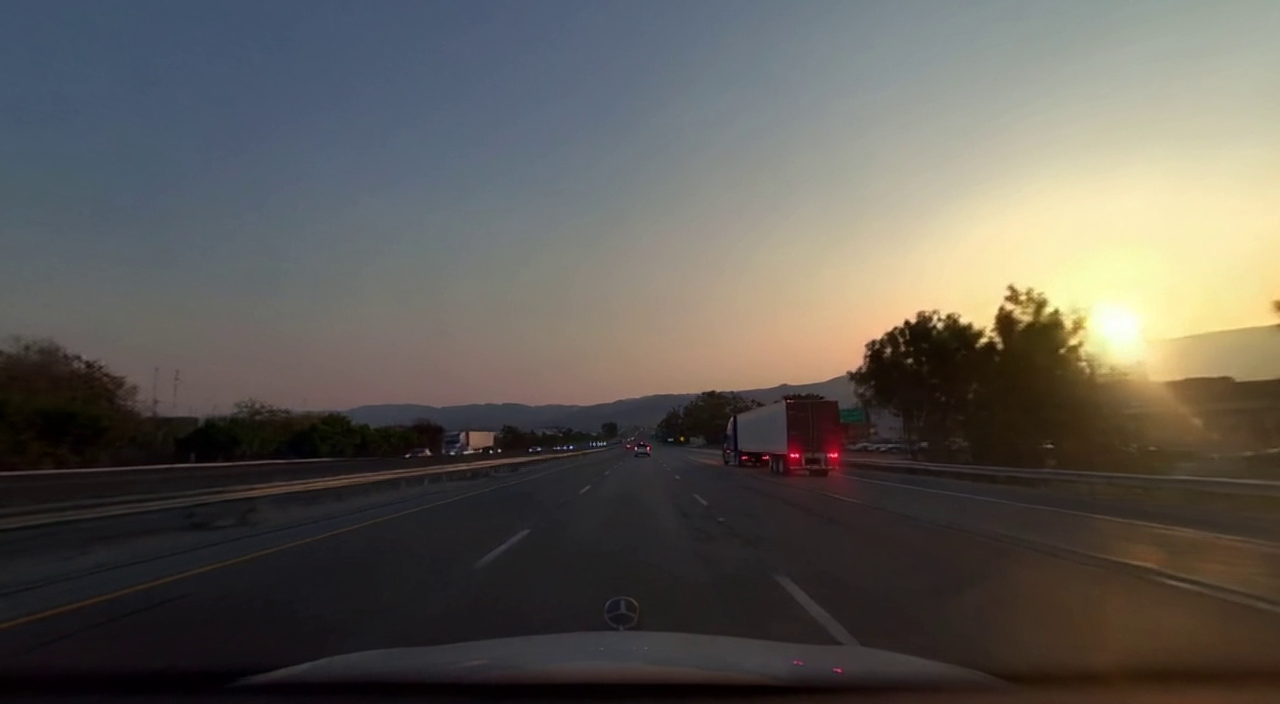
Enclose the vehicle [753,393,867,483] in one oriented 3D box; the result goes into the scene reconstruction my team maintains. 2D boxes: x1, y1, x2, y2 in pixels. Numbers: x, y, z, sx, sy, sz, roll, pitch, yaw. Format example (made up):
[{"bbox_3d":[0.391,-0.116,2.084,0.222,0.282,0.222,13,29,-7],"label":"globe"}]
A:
[{"bbox_3d":[6.835,3.678,26.759,2.793,3.204,7.997,0,-8,2],"label":"vehicle"}]
